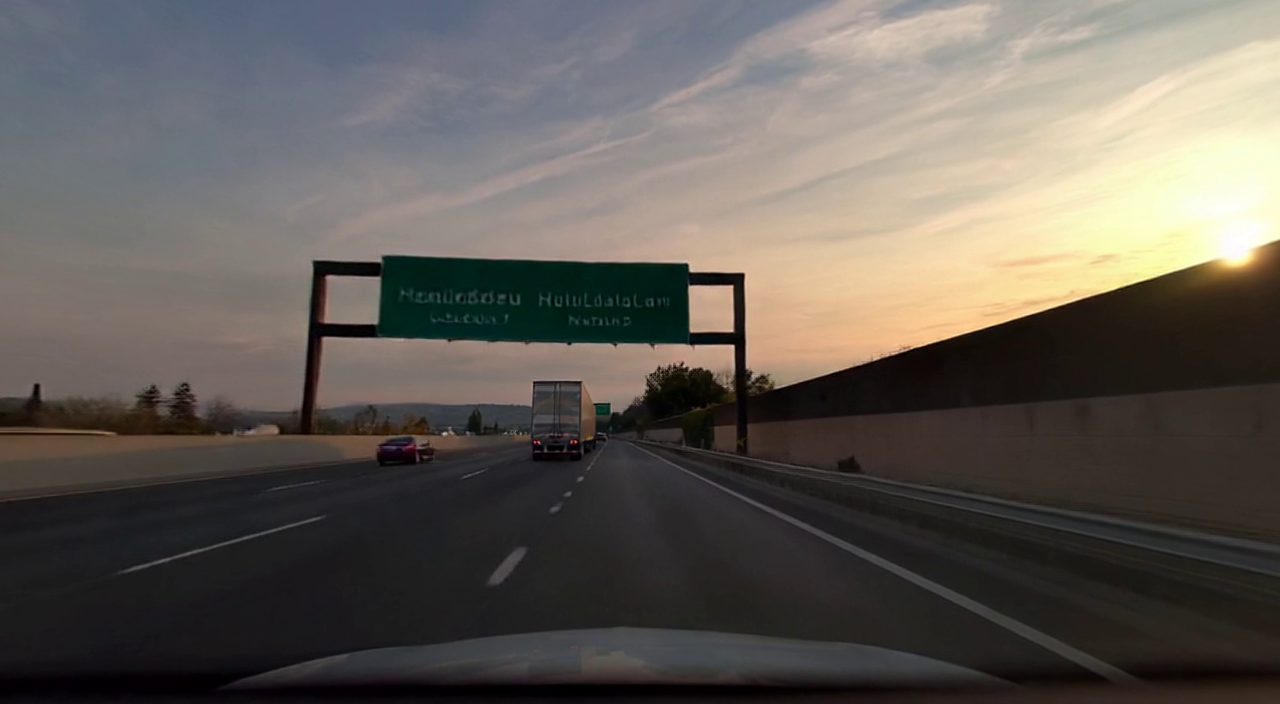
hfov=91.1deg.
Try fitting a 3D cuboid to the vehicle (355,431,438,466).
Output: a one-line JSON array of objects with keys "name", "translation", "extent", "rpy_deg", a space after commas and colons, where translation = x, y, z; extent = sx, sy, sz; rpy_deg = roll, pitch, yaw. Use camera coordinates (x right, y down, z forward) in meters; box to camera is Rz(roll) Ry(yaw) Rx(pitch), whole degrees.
[{"name": "vehicle", "translation": [-11.579, 4.589, 30.298], "extent": [2.138, 1.531, 4.864], "rpy_deg": [0, -8, -2]}]

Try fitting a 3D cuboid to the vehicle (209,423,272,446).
[{"name": "vehicle", "translation": [-28.438, 5.911, 44.925], "extent": [1.872, 1.586, 4.129], "rpy_deg": [0, -8, -1]}]

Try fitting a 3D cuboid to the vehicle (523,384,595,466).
[{"name": "vehicle", "translation": [-4.424, 4.477, 37.235], "extent": [3.002, 3.987, 12.477], "rpy_deg": [1, -8, -2]}]
